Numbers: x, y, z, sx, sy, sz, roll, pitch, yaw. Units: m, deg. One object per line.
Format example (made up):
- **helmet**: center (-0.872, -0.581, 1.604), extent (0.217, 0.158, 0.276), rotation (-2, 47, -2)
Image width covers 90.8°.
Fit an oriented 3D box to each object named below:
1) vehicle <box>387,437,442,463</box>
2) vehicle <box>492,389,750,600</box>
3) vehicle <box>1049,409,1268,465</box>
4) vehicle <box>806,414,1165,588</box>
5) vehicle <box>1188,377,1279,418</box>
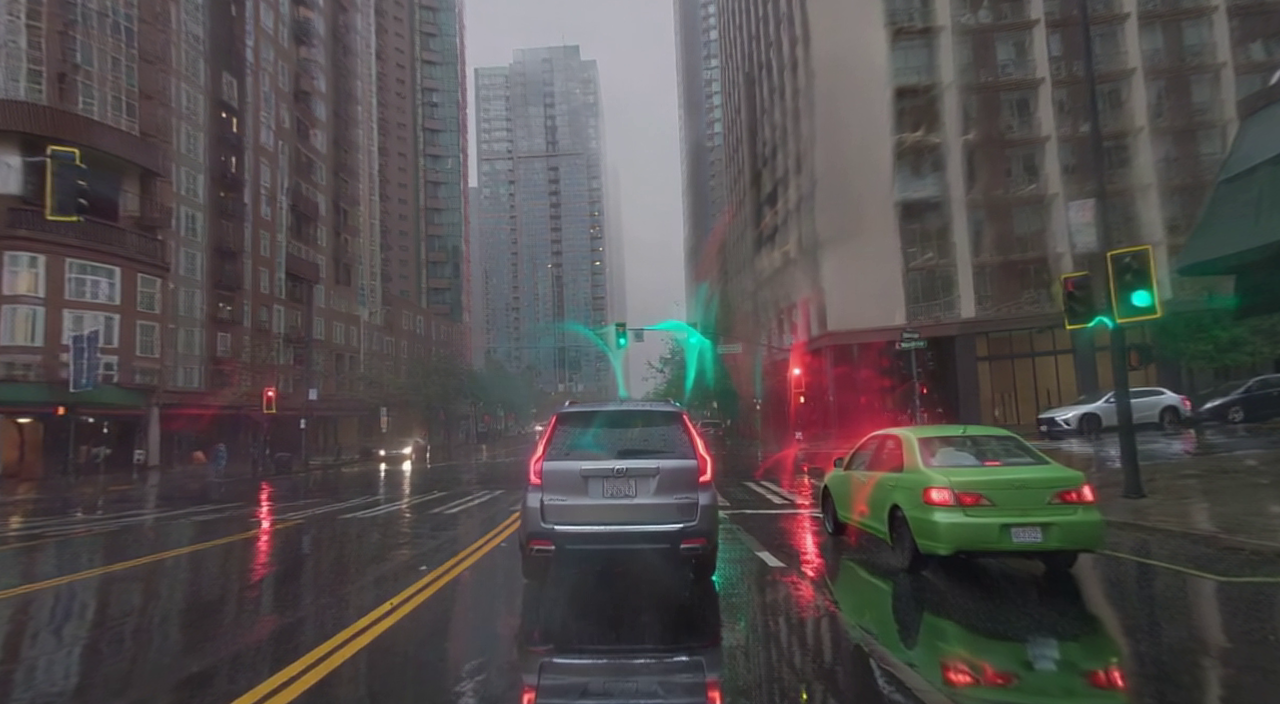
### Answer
- **vehicle**: center (-16.114, 7.018, 45.353), extent (2.132, 1.710, 4.504), rotation (0, -8, 2)
- **vehicle**: center (-0.151, 1.508, 7.475), extent (2.168, 1.776, 4.135), rotation (0, -8, 0)
- **vehicle**: center (14.267, 2.378, 17.601), extent (4.354, 1.466, 1.863), rotation (0, -8, 2)
- **vehicle**: center (3.696, 1.672, 7.979), extent (1.987, 1.538, 4.510), rotation (0, -8, 0)
- **vehicle**: center (26.562, 1.979, 27.154), extent (4.287, 1.639, 1.729), rotation (0, -8, 1)
